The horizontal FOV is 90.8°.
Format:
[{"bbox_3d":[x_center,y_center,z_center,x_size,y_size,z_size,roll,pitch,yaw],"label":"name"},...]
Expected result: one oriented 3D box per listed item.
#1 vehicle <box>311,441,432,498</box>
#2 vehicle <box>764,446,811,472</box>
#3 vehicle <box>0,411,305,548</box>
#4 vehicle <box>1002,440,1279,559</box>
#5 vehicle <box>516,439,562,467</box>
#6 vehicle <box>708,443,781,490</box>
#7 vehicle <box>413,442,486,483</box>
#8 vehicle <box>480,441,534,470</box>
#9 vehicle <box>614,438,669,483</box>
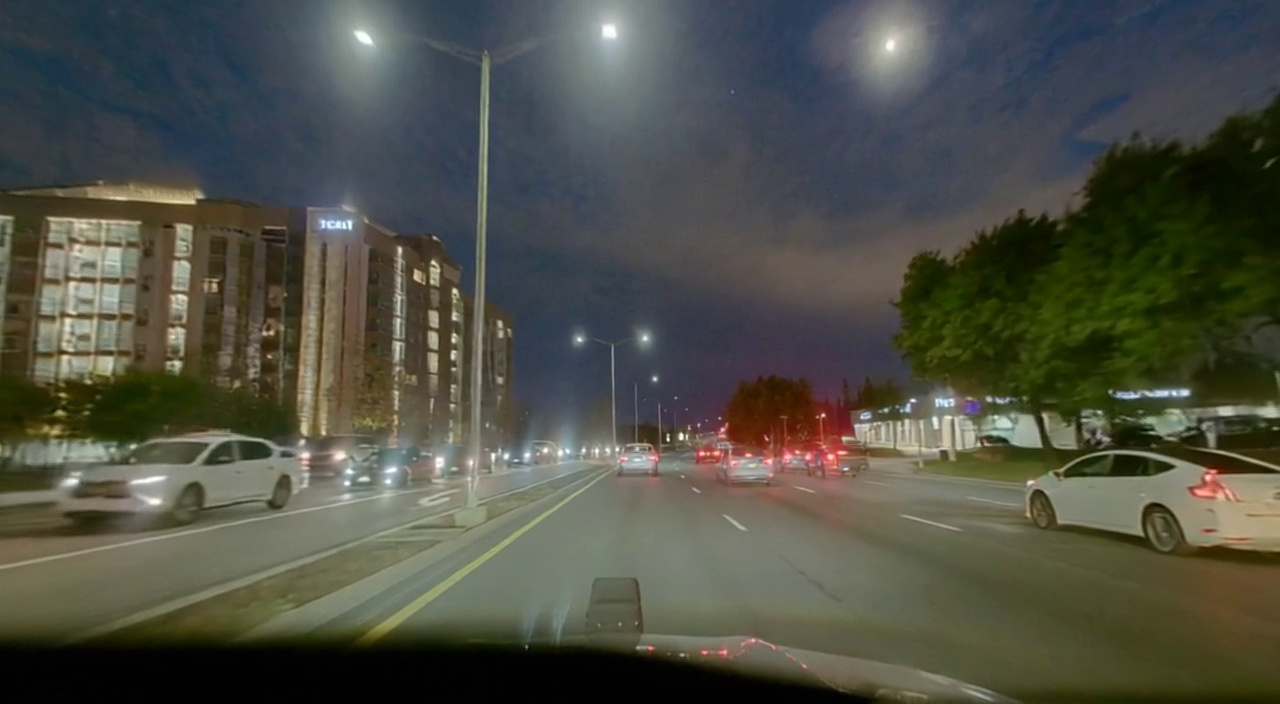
[{"bbox_3d":[-8.428,3.691,20.318,2.076,1.595,4.110,-1,-8,1],"label":"vehicle"},{"bbox_3d":[8.966,6.544,38.851,1.860,1.475,4.488,0,-9,1],"label":"vehicle"},{"bbox_3d":[-8.511,2.173,11.245,2.362,1.825,4.988,-2,-9,0],"label":"vehicle"},{"bbox_3d":[8.163,2.180,10.191,1.909,1.456,4.569,0,-8,0],"label":"vehicle"},{"bbox_3d":[-7.684,7.767,48.693,2.460,1.970,5.271,-1,-9,3],"label":"vehicle"},{"bbox_3d":[3.561,3.965,22.260,1.852,1.498,3.825,0,-8,-1],"label":"vehicle"},{"bbox_3d":[-8.623,4.998,29.066,1.953,1.647,4.401,-2,-8,1],"label":"vehicle"},{"bbox_3d":[-8.318,6.530,39.956,2.183,1.706,4.862,-1,-9,2],"label":"vehicle"},{"bbox_3d":[0.103,4.436,26.053,2.101,1.694,3.979,0,-8,1],"label":"vehicle"}]
